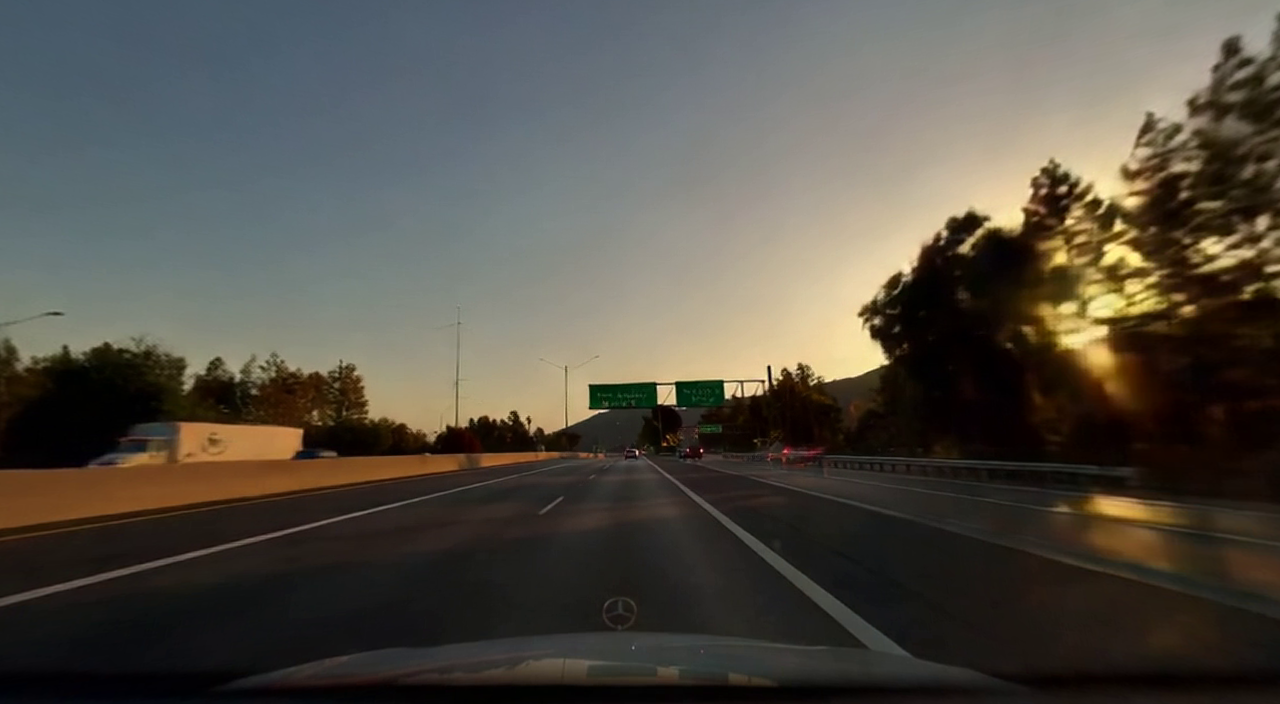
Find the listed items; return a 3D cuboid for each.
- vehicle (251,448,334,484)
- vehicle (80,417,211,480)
[{"bbox_3d":[-19.140,6.266,35.080,1.896,1.743,4.697,0,-8,0],"label":"vehicle"},{"bbox_3d":[-34.299,6.742,44.323,3.001,4.027,7.439,0,-8,0],"label":"vehicle"}]
